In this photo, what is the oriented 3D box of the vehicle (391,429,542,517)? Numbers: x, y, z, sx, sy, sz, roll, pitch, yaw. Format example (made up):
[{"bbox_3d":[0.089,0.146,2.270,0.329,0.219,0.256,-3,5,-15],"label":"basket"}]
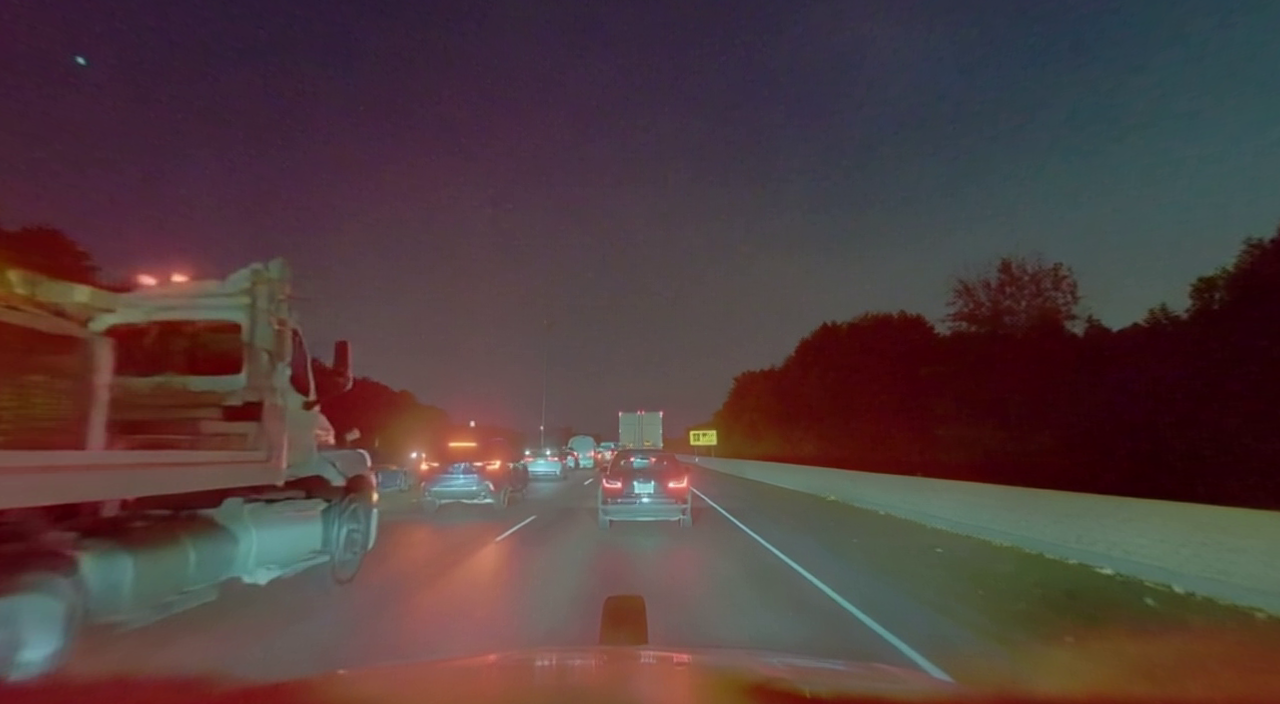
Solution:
[{"bbox_3d":[-3.645,2.647,14.202,2.165,1.638,4.317,0,-9,0],"label":"vehicle"}]

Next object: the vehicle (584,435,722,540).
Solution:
[{"bbox_3d":[0.161,2.235,10.914,1.995,1.495,3.380,0,-9,-1],"label":"vehicle"}]

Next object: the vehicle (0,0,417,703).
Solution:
[{"bbox_3d":[-3.876,0.130,2.835,2.832,3.293,7.782,0,-9,0],"label":"vehicle"}]
